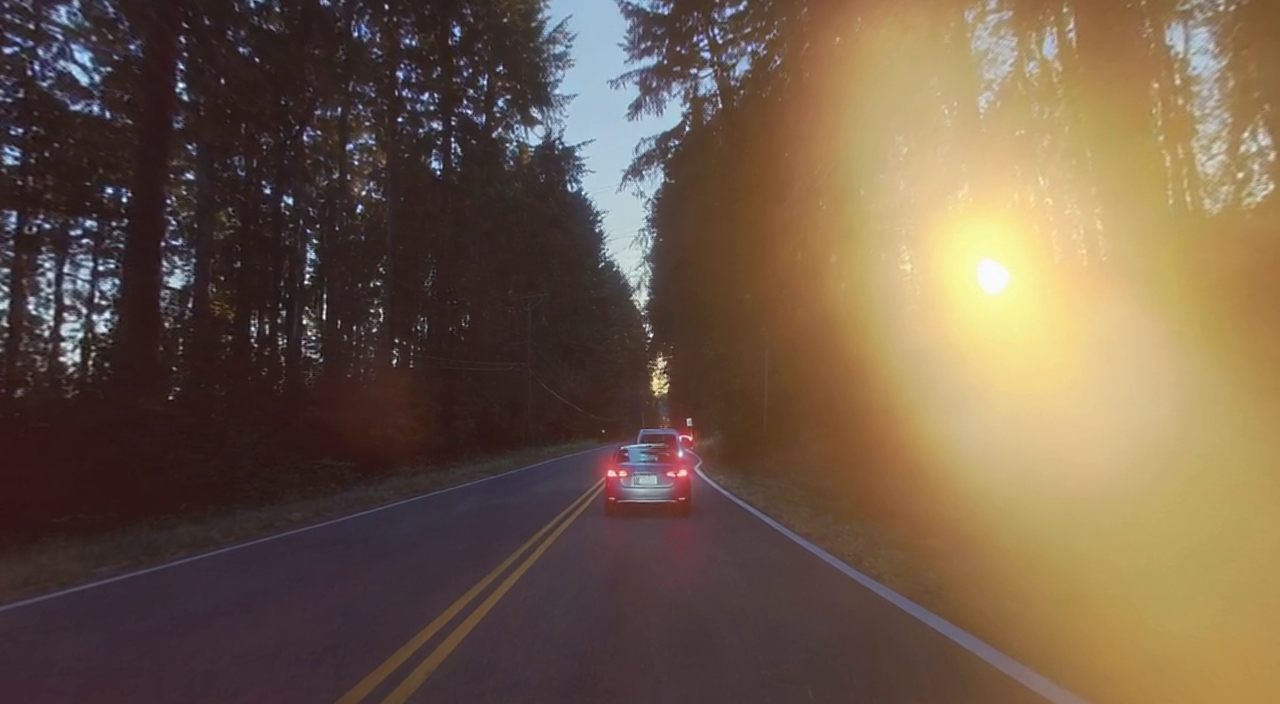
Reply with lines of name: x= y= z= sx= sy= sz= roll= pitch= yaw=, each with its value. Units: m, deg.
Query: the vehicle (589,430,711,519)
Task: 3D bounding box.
vehicle: x=0.159 y=2.381 z=12.687 sx=2.081 sy=1.503 sz=3.726 roll=0 pitch=-8 yaw=0
